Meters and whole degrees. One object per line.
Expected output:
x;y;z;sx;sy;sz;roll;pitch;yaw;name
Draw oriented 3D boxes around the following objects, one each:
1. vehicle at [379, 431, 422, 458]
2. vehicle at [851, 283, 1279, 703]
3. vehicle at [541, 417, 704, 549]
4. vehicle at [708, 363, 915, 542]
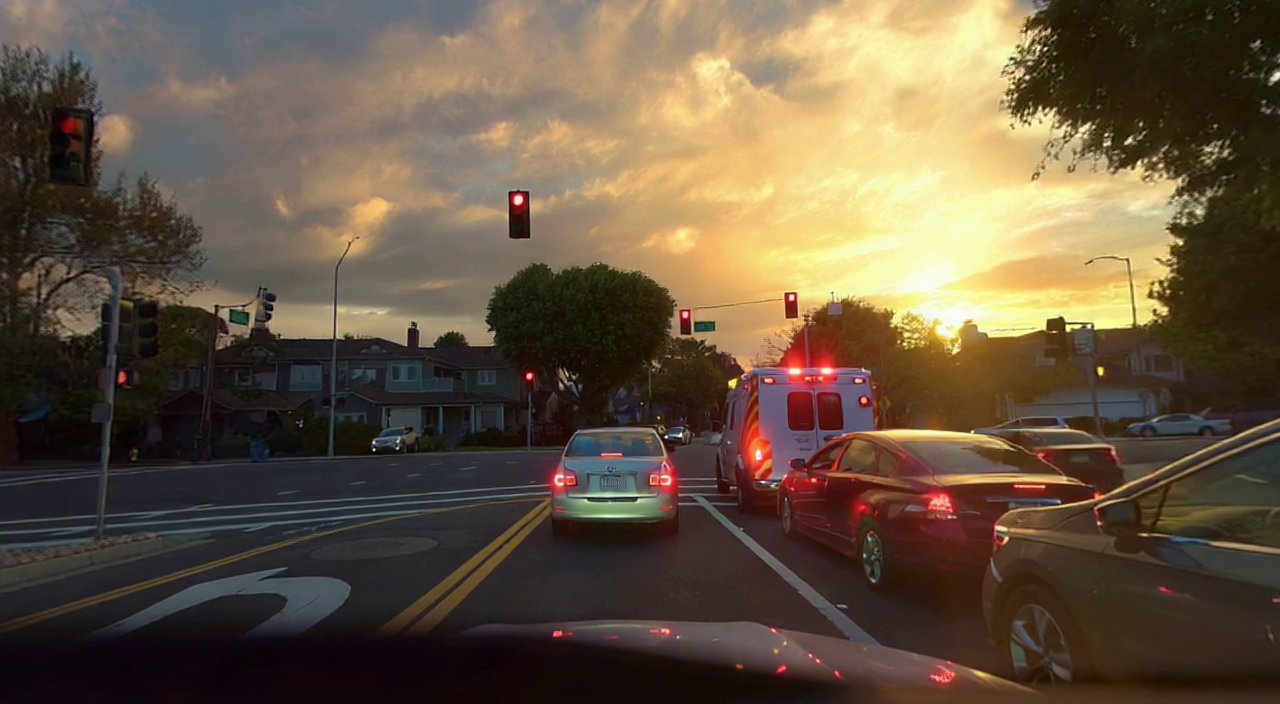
-17.718;6.882;46.861;2.246;1.880;4.454;1;-8;-12;vehicle
2.857;0.893;2.862;2.194;1.820;4.652;0;-8;0;vehicle
-0.261;1.986;10.187;2.114;1.707;3.725;0;-8;-1;vehicle
2.881;1.904;12.366;2.406;2.687;5.521;0;-8;0;vehicle
